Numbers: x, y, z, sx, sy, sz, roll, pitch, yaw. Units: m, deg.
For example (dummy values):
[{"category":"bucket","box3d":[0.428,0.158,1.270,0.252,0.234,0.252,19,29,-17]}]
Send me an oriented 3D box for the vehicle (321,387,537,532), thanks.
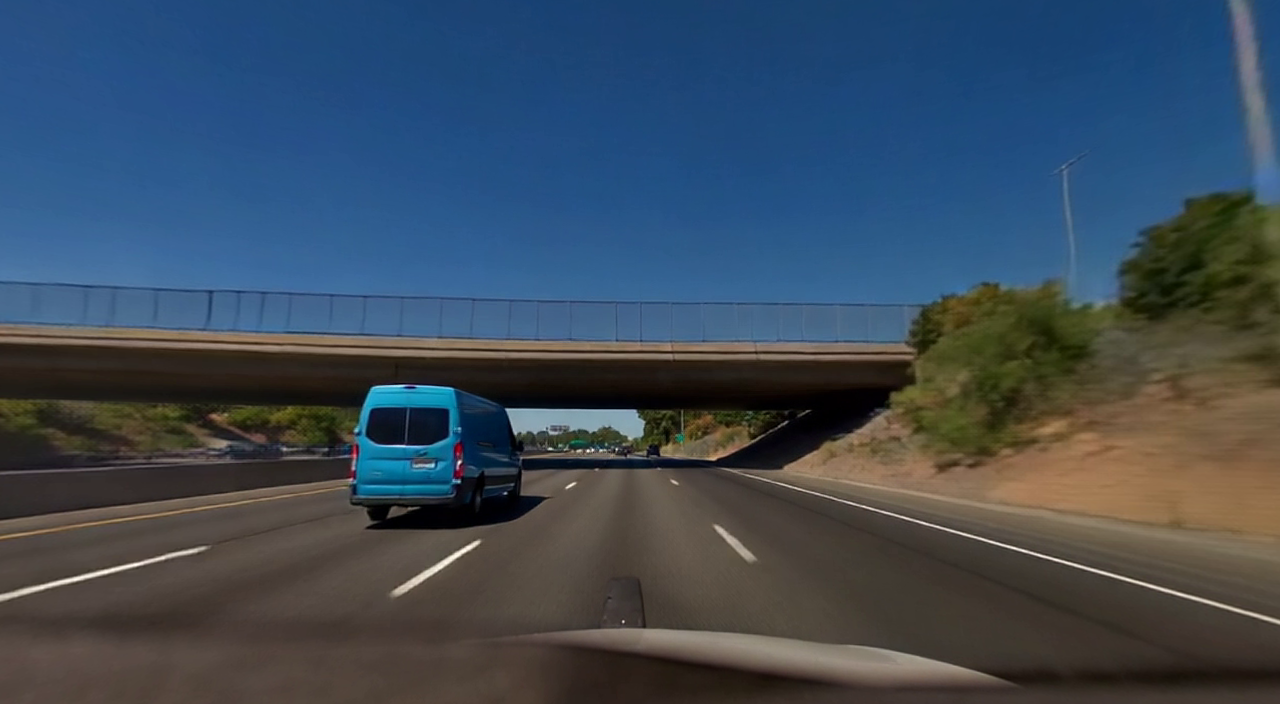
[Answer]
[{"category":"vehicle","box3d":[-3.733,2.080,12.551,2.372,2.248,5.393,0,-9,1]}]
